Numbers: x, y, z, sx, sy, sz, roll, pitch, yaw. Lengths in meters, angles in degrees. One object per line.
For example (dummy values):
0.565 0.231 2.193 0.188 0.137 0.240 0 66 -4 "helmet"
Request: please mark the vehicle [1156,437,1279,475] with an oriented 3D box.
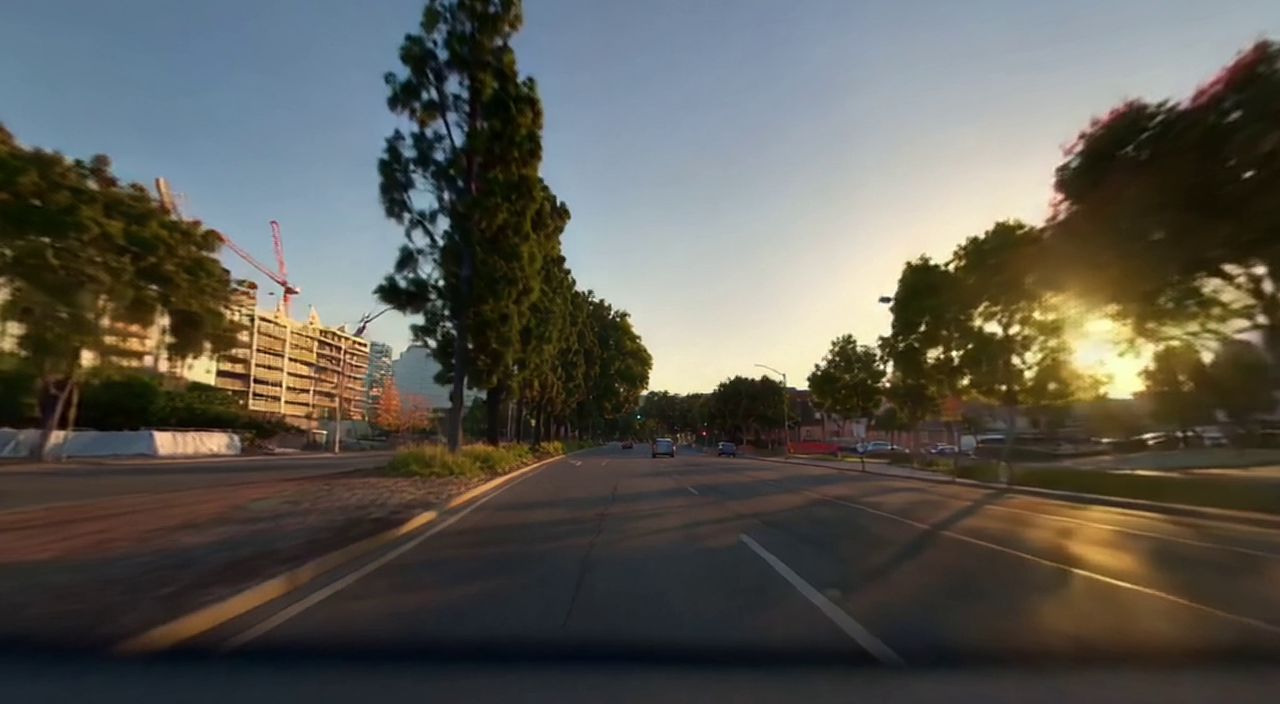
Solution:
32.993 5.780 35.721 2.283 1.875 6.308 -1 -8 0 "vehicle"
